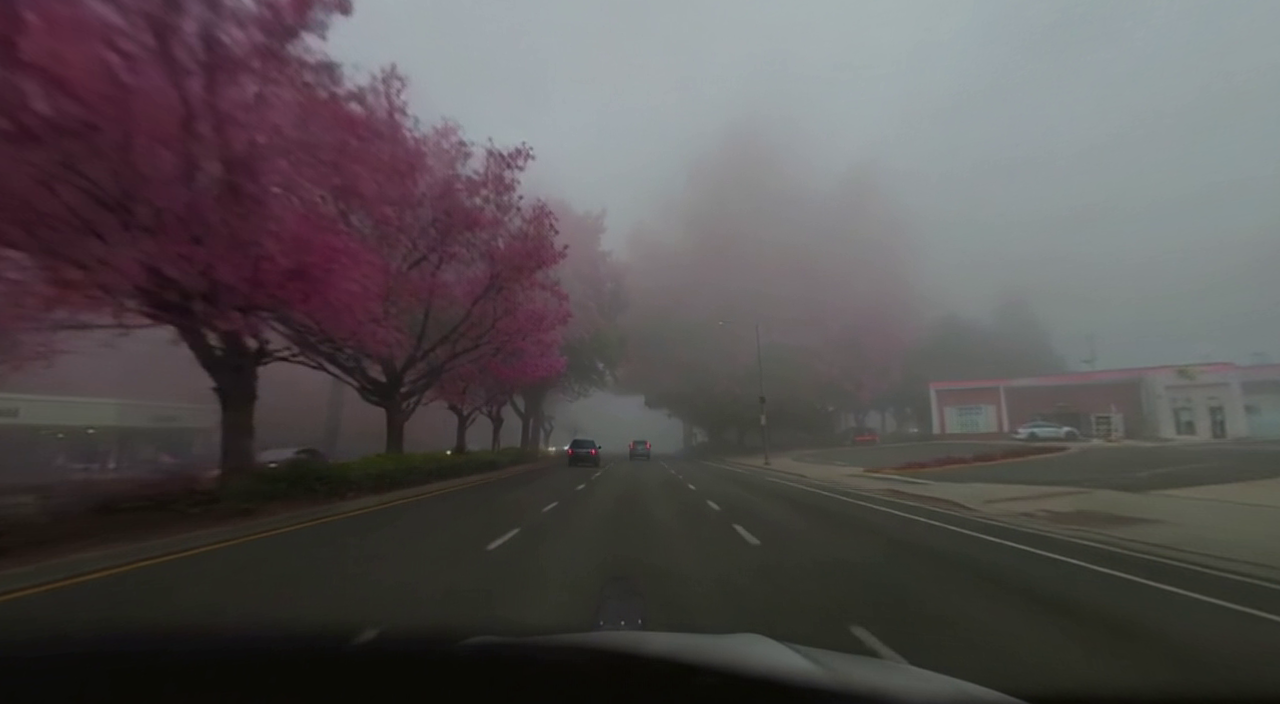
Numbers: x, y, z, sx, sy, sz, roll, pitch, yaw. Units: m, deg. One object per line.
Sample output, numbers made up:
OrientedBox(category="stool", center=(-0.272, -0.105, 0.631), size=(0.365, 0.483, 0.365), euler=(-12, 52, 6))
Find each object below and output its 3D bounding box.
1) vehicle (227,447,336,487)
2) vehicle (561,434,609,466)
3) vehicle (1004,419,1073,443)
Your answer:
OrientedBox(category="vehicle", center=(-14.795, 4.726, 26.265), size=(1.854, 1.475, 4.448), euler=(0, -8, 1))
OrientedBox(category="vehicle", center=(-3.414, 6.206, 39.922), size=(2.453, 1.844, 4.751), euler=(0, -8, 2))
OrientedBox(category="vehicle", center=(27.391, 5.453, 43.156), size=(4.677, 1.583, 1.955), euler=(5, -10, -30))
